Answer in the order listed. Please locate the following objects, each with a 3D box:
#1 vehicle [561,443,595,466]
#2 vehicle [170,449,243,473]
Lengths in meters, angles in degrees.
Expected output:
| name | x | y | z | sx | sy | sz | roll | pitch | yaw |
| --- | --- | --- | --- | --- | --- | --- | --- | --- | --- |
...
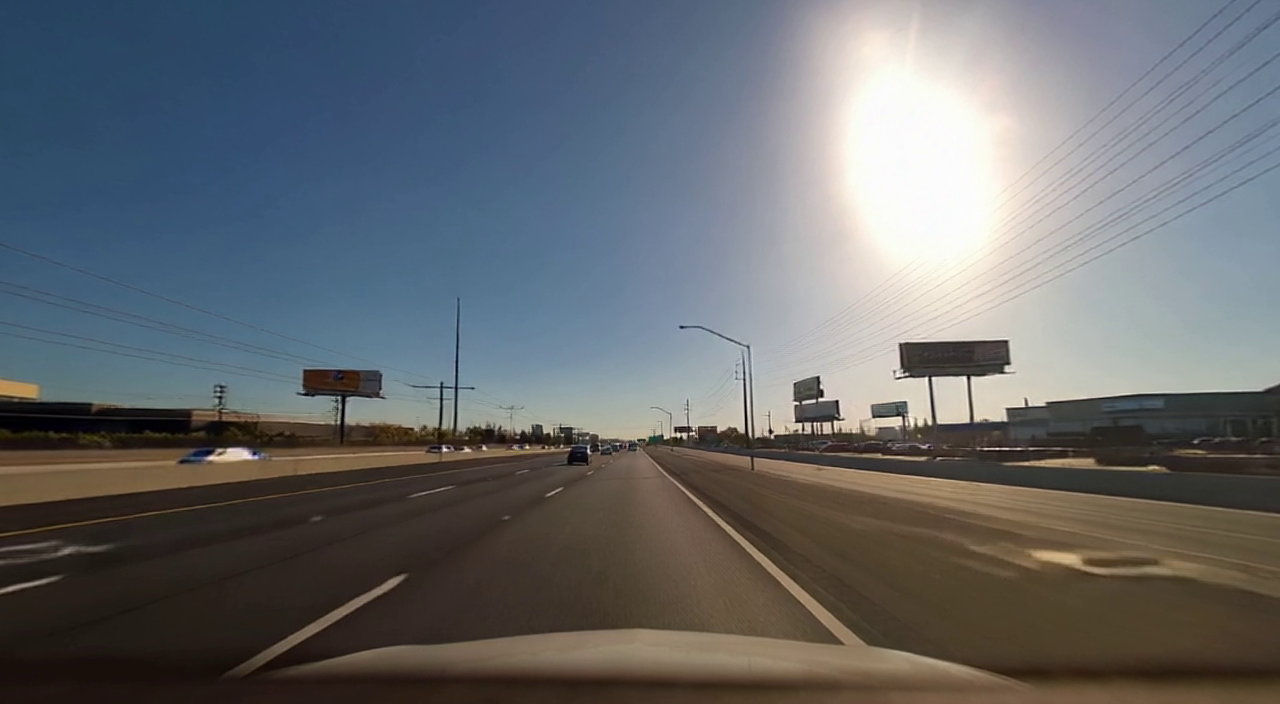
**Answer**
| name | x | y | z | sx | sy | sz | roll | pitch | yaw |
| --- | --- | --- | --- | --- | --- | --- | --- | --- | --- |
| vehicle | -4.256 | 7.143 | 44.127 | 1.940 | 1.479 | 4.545 | 0 | -9 | 0 |
| vehicle | -29.173 | 7.331 | 42.728 | 1.858 | 1.472 | 4.338 | 0 | -9 | 0 |
